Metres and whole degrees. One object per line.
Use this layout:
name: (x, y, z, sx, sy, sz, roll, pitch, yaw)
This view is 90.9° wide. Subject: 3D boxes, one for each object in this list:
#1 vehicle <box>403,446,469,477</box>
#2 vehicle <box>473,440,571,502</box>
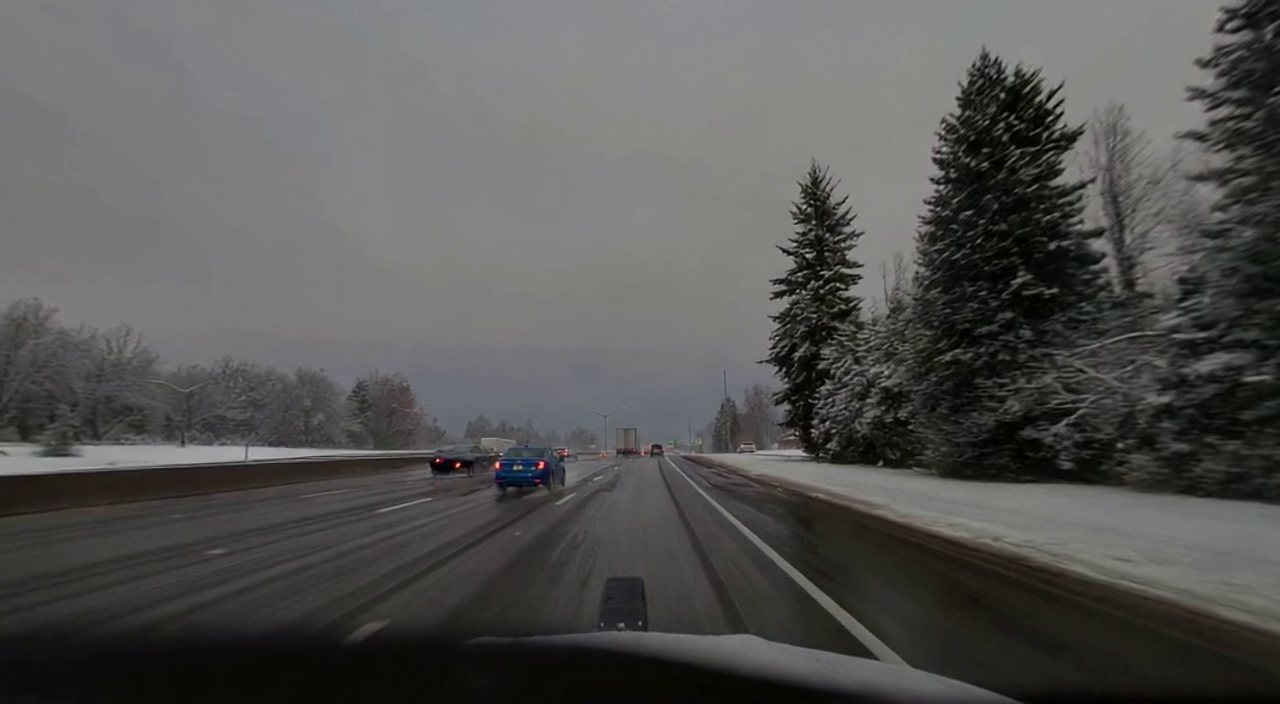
vehicle: (-10.628, 5.703, 33.252, 1.888, 1.481, 4.477, -1, -8, 2)
vehicle: (-3.151, 3.235, 17.577, 1.953, 1.511, 3.704, 0, -8, 1)
